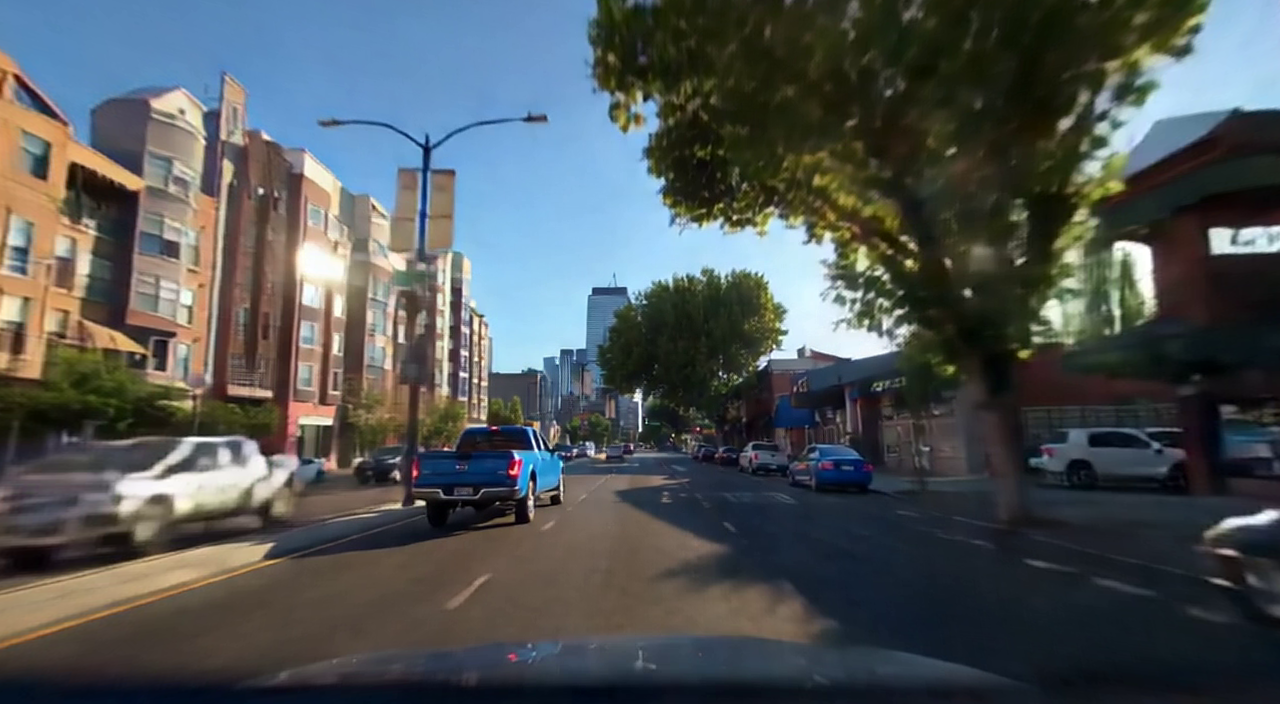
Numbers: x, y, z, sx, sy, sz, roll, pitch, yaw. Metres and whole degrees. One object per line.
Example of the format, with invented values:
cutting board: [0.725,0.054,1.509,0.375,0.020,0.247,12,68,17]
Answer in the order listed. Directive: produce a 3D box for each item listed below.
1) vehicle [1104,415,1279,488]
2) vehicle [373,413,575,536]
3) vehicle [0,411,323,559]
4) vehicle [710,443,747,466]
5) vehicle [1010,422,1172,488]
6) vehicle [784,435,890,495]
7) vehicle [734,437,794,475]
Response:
vehicle: [15.714,2.800,17.818,1.917,1.791,4.163,0,-9,-1]
vehicle: [-2.726,2.218,12.029,2.197,1.786,5.365,-1,-9,2]
vehicle: [-7.299,2.008,10.184,2.063,1.843,4.349,0,-9,0]
vehicle: [6.270,7.295,45.056,1.988,1.514,3.962,0,-9,-2]
vehicle: [12.940,2.989,18.460,1.864,1.705,3.878,0,-9,1]
vehicle: [6.140,3.561,20.277,1.928,1.679,4.716,0,-9,1]
vehicle: [6.152,5.224,31.755,2.018,1.743,4.529,0,-9,-1]
